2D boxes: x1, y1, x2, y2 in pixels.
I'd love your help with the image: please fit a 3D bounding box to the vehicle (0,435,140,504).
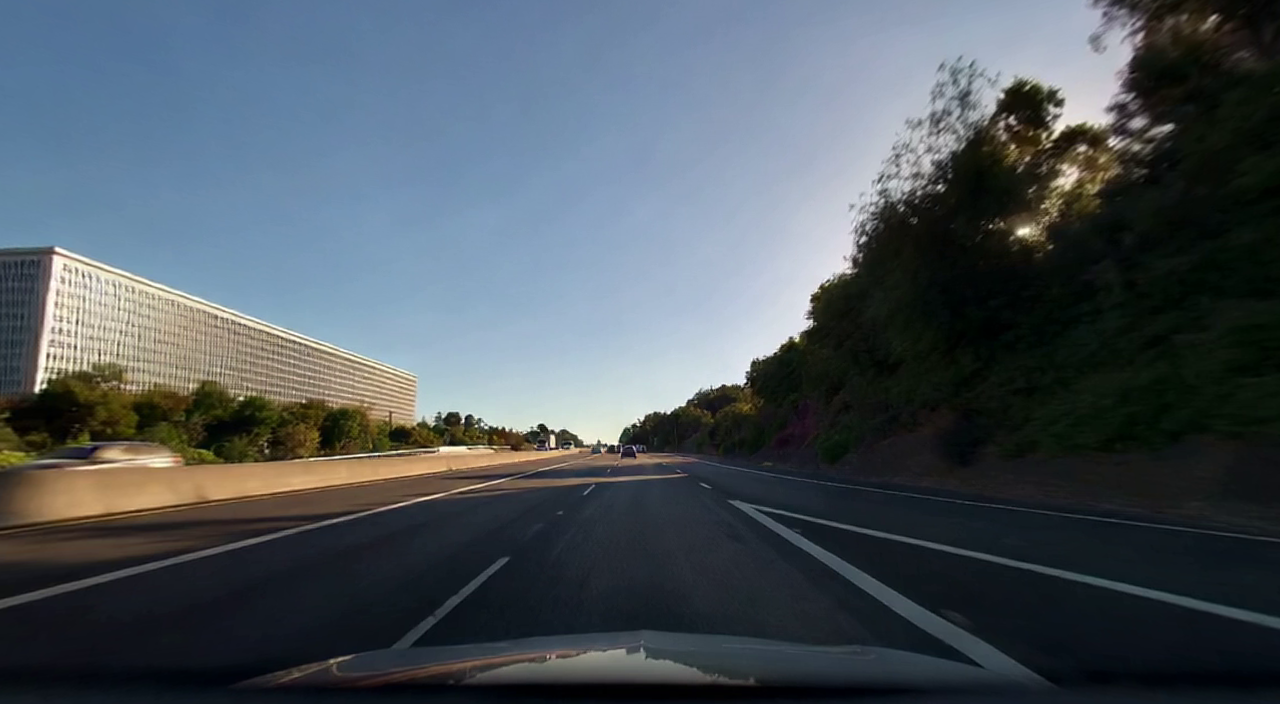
[{"bbox_3d":[-14.652,2.793,15.312,1.850,1.463,3.779,0,-9,0],"label":"vehicle"}]
